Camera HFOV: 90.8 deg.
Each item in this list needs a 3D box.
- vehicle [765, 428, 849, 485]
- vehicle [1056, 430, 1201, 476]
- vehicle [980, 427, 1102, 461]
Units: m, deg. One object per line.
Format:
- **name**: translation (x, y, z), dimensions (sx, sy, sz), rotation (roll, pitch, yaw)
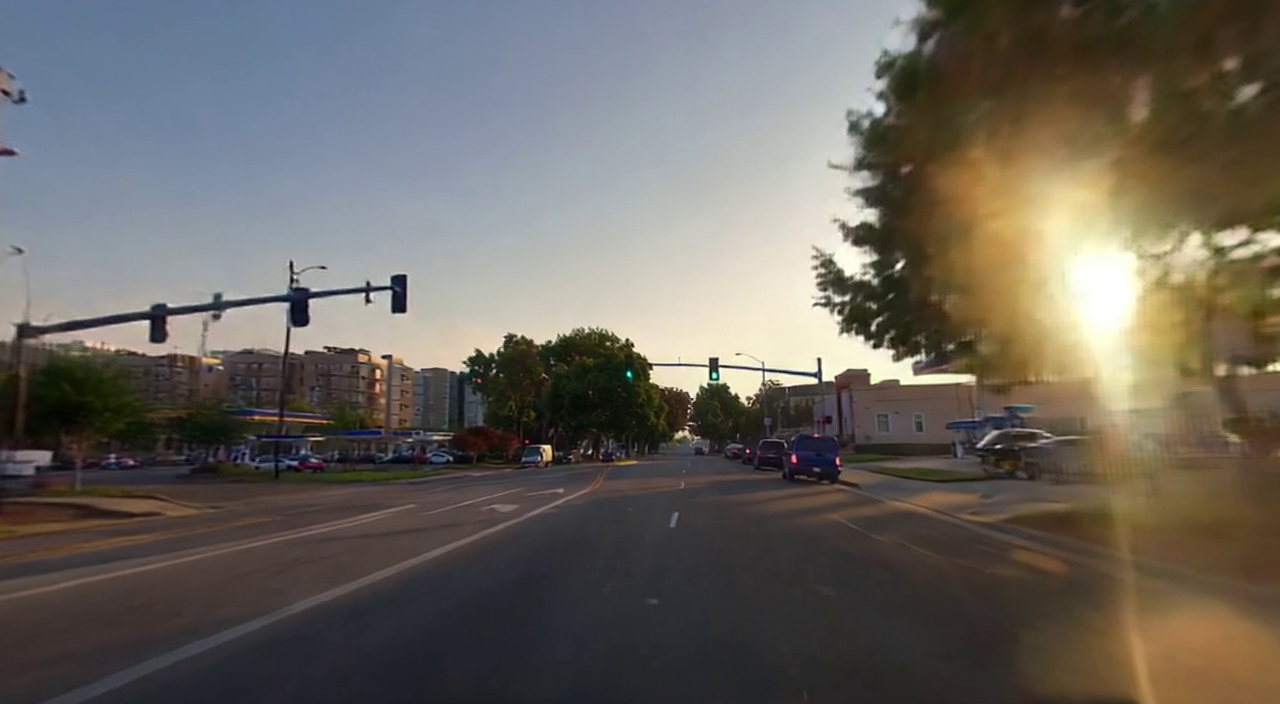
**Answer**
- **vehicle**: translation (6.100, 3.886, 23.707), dimensions (2.194, 1.896, 5.049), rotation (-1, -9, 5)
- **vehicle**: translation (16.737, 3.494, 22.009), dimensions (1.919, 1.411, 4.440), rotation (-1, -9, 7)
- **vehicle**: translation (19.264, 4.476, 30.540), dimensions (4.421, 1.548, 2.061), rotation (-1, -9, 7)
